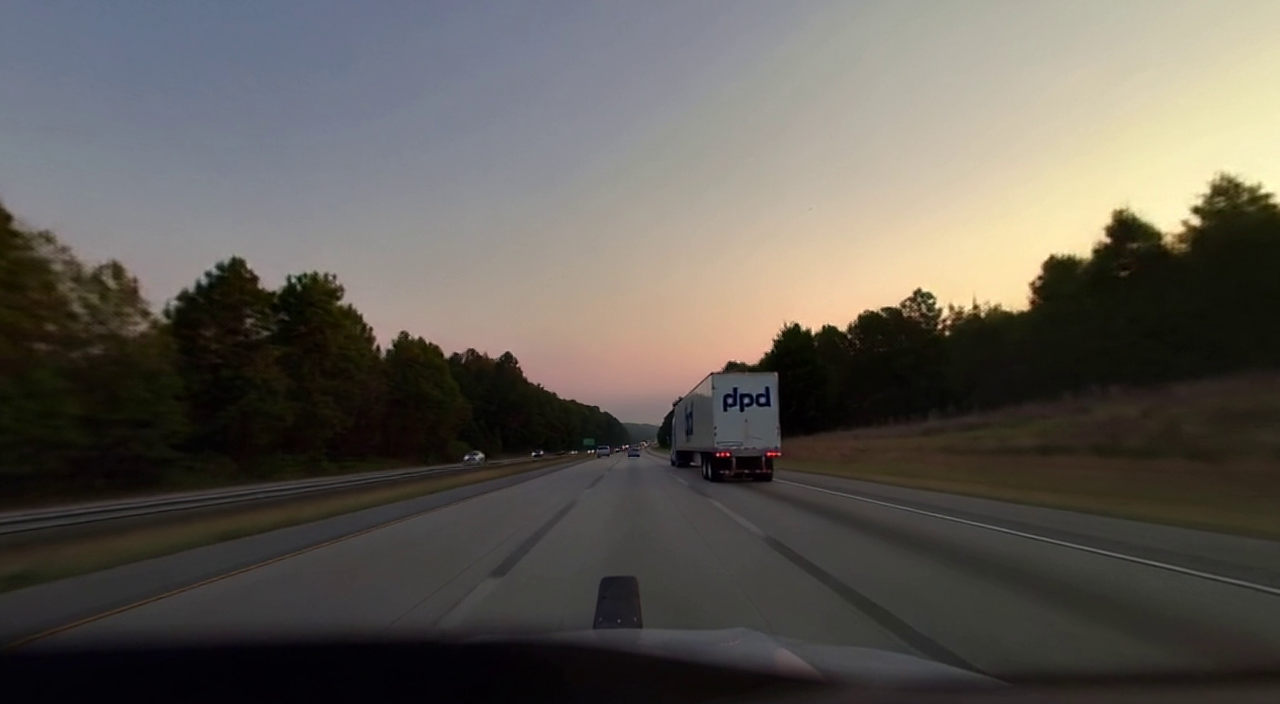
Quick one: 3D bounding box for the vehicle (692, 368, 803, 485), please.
[{"bbox_3d":[3.965,3.148,25.496,2.856,3.933,8.334,0,-9,-1],"label":"vehicle"}]
